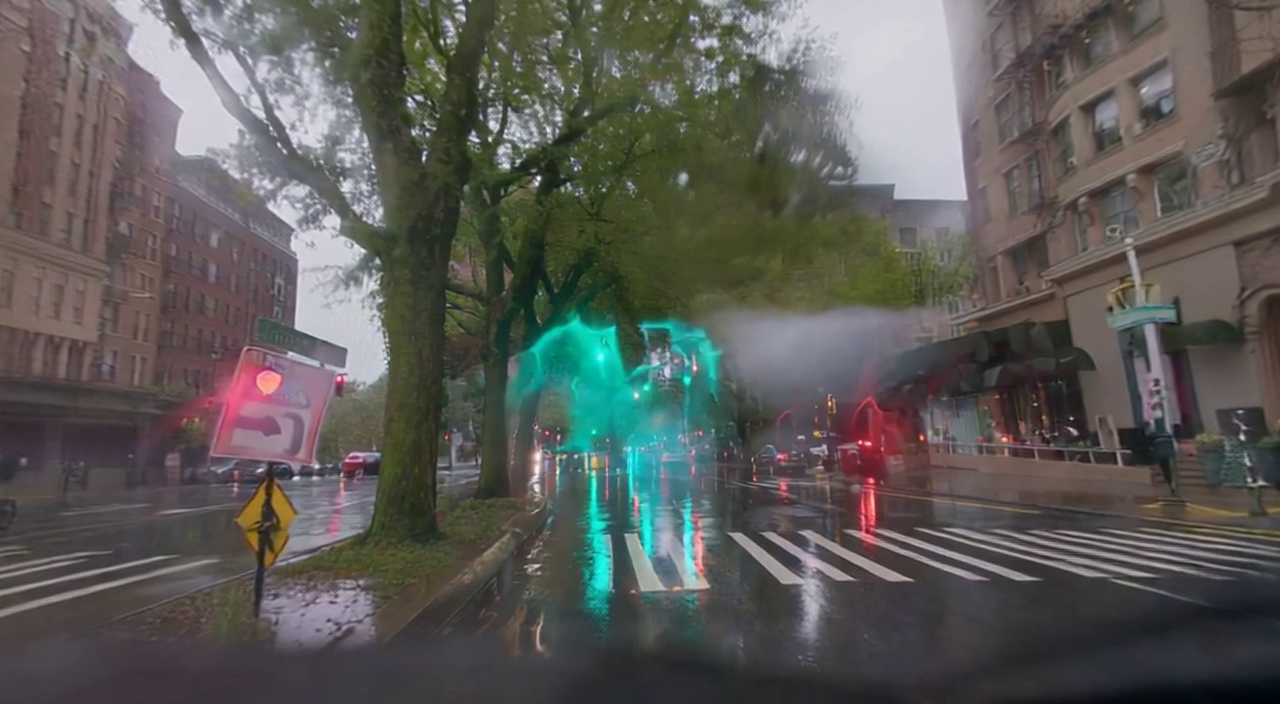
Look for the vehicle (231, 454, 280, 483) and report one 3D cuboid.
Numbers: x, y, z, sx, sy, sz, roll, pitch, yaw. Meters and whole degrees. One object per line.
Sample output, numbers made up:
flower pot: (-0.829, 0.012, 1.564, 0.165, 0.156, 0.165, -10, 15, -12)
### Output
vehicle: (-27.530, 8.281, 45.160, 2.199, 1.838, 4.222, 7, -11, -40)
